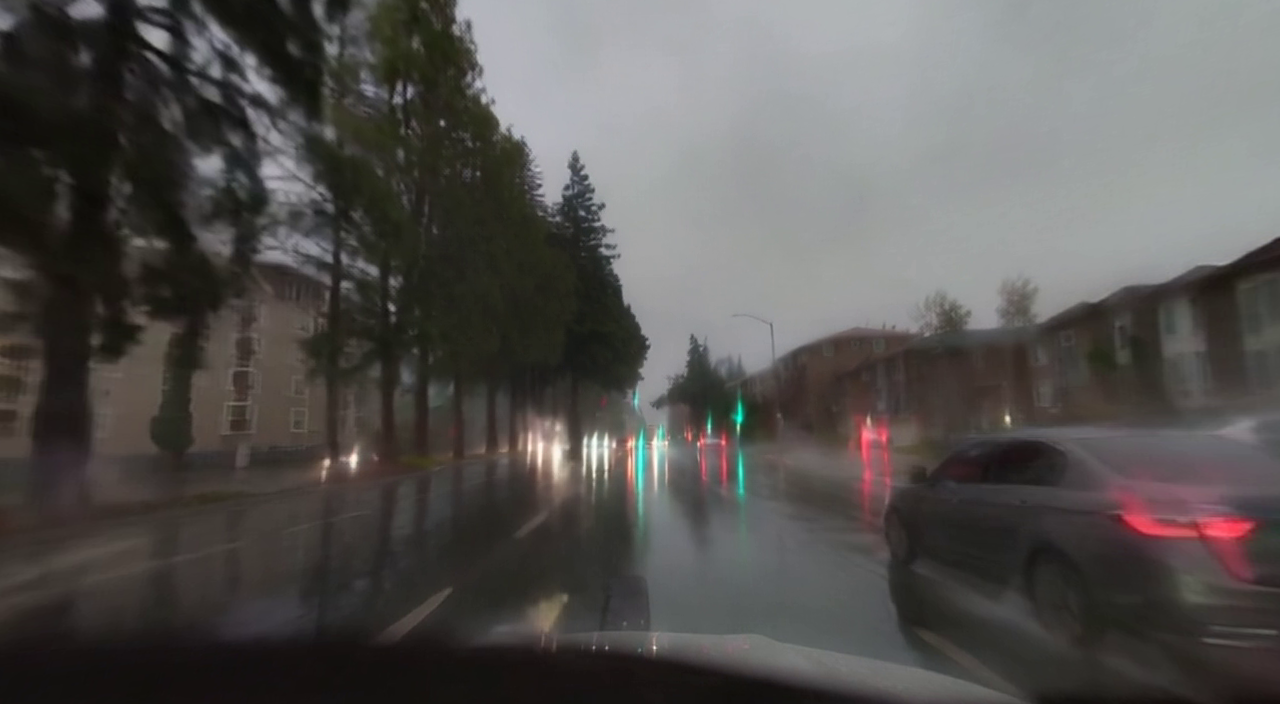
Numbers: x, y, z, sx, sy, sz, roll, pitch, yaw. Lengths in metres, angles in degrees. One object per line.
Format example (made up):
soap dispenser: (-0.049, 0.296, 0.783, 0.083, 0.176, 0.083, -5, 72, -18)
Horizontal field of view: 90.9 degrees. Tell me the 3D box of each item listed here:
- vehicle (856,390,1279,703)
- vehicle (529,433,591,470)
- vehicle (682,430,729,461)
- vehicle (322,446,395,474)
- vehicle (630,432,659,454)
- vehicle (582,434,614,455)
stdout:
vehicle: (3.688, 1.266, 5.321, 2.128, 1.502, 4.572, 0, -8, 1)
vehicle: (-3.462, 4.416, 28.152, 2.049, 1.485, 4.656, 0, -8, 2)
vehicle: (3.600, 5.249, 35.450, 2.137, 1.646, 4.488, 0, -8, -1)
vehicle: (-15.612, 5.998, 35.233, 1.901, 1.438, 4.557, 0, -8, 1)
vehicle: (0.335, 7.013, 48.598, 2.110, 1.662, 4.262, 0, -8, 0)
vehicle: (-3.145, 7.096, 48.328, 1.997, 1.479, 4.547, 0, -8, 2)
